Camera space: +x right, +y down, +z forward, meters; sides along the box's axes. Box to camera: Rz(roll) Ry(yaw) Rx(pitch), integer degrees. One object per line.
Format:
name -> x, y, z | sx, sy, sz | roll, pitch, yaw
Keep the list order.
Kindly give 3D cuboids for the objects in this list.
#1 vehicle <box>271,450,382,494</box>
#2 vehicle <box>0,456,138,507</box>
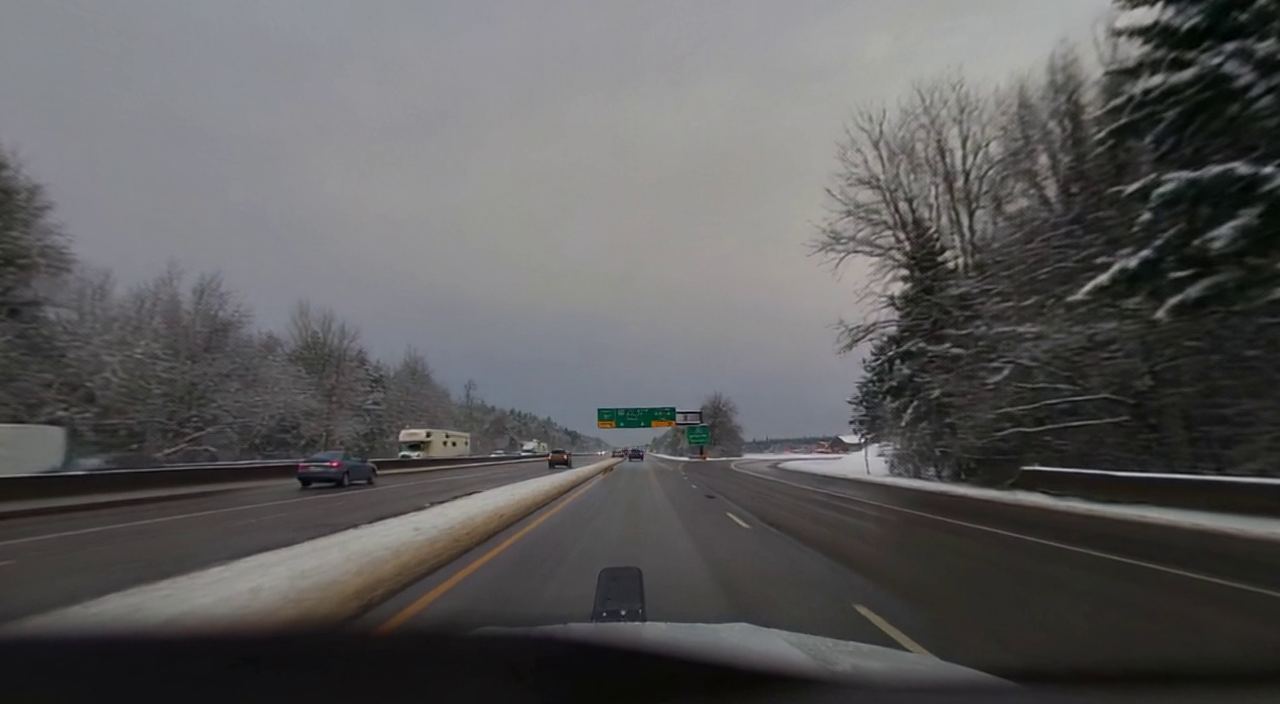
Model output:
vehicle -> -11.602, 4.449, 23.733 | 1.981, 1.503, 4.207 | 0, -9, 0
vehicle -> -19.501, 4.220, 20.965 | 1.924, 1.449, 4.472 | 0, -9, 0
